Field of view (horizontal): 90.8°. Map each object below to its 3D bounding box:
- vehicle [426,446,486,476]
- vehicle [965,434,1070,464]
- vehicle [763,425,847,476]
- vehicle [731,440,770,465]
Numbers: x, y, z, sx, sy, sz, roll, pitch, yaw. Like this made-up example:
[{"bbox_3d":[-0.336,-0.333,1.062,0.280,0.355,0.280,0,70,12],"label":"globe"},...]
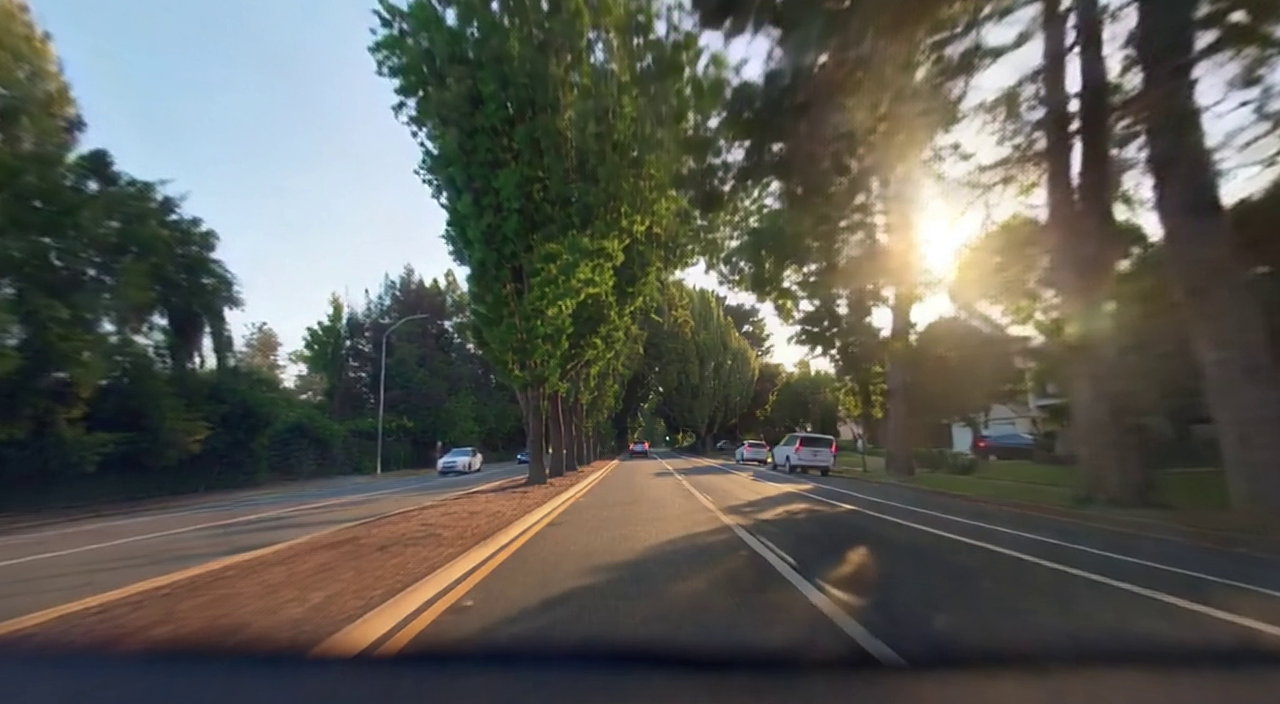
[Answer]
[{"bbox_3d":[-10.008,5.934,34.680,1.958,1.524,4.314,0,-8,0],"label":"vehicle"},{"bbox_3d":[19.774,5.084,33.307,4.336,1.480,1.926,-2,-7,15],"label":"vehicle"},{"bbox_3d":[7.516,4.574,29.493,2.278,2.079,5.861,0,-8,0],"label":"vehicle"},{"bbox_3d":[7.477,6.835,42.981,1.965,1.623,4.096,0,-8,1],"label":"vehicle"}]
